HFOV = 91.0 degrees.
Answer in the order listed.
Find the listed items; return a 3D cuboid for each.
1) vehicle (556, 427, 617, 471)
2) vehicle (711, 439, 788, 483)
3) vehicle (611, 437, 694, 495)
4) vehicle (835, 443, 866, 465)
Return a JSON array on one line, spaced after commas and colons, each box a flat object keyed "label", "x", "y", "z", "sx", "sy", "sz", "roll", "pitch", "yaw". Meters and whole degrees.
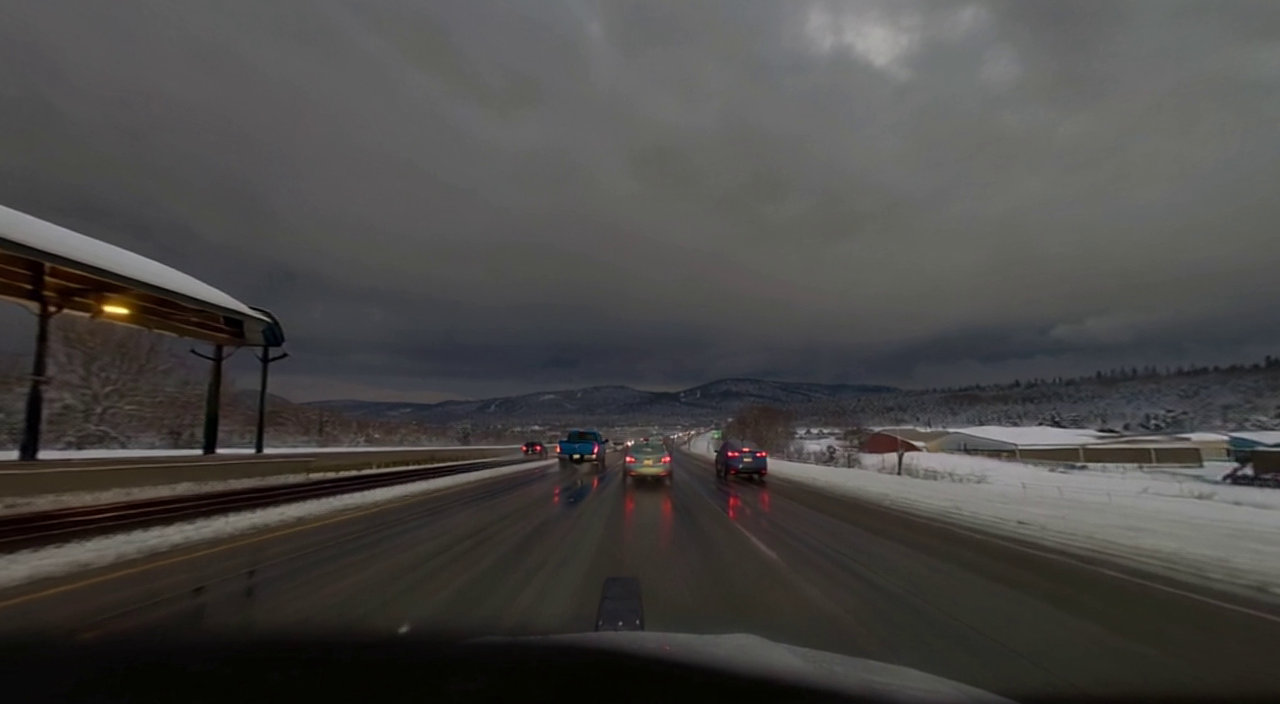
[{"label": "vehicle", "x": -2.830, "y": 5.441, "z": 35.480, "sx": 2.733, "sy": 2.230, "sz": 6.820, "roll": 0, "pitch": -8, "yaw": 1}, {"label": "vehicle", "x": 4.015, "y": 4.080, "z": 23.929, "sx": 2.023, "sy": 1.510, "sz": 4.773, "roll": 0, "pitch": -8, "yaw": -1}, {"label": "vehicle", "x": 0.313, "y": 3.293, "z": 18.534, "sx": 2.171, "sy": 1.493, "sz": 4.081, "roll": 0, "pitch": -8, "yaw": 0}, {"label": "vehicle", "x": 16.389, "y": 7.946, "z": 49.221, "sx": 1.778, "sy": 1.564, "sz": 3.906, "roll": -1, "pitch": -9, "yaw": 11}]
